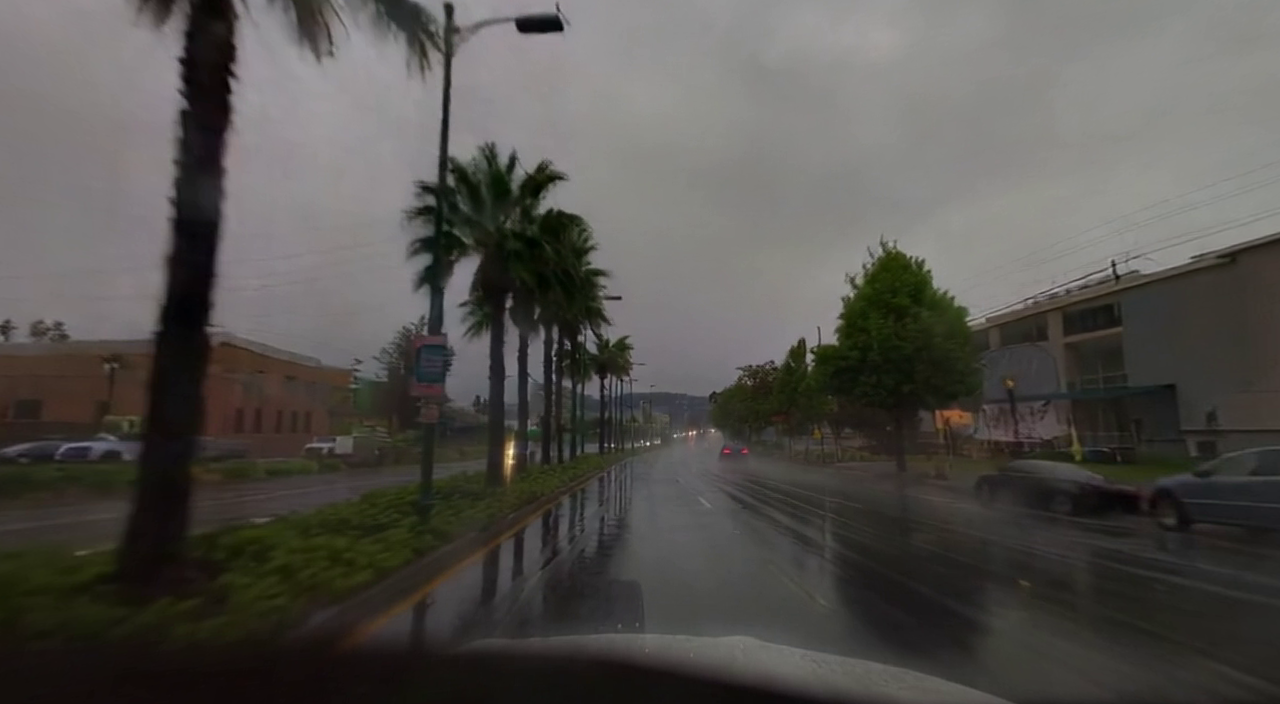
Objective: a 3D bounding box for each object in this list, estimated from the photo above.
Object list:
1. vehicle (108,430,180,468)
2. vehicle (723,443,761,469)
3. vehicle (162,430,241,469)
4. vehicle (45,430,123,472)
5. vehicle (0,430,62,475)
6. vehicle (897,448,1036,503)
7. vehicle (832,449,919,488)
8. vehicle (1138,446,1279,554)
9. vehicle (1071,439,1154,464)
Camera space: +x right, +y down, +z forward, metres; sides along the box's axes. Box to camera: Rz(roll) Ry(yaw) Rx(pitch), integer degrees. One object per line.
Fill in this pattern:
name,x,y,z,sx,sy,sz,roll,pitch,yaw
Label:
vehicle,-32.075,6.230,40.607,6.178,2.298,1.943,-6,-10,37
vehicle,7.023,7.211,43.888,2.000,1.717,4.101,0,-9,0
vehicle,-30.861,6.898,44.247,5.692,2.593,2.245,-7,-11,31
vehicle,-35.106,6.221,39.673,5.636,2.448,2.280,-6,-11,36
vehicle,-37.262,6.023,37.938,6.188,2.494,2.424,-7,-11,39
vehicle,10.138,3.830,20.051,1.875,1.491,4.780,0,-9,0
vehicle,10.216,5.060,27.685,1.950,1.410,4.642,0,-7,-1
vehicle,10.335,2.166,9.225,2.086,1.545,4.645,1,-9,-3
vehicle,33.819,7.120,45.115,4.252,1.711,1.954,0,-9,2
